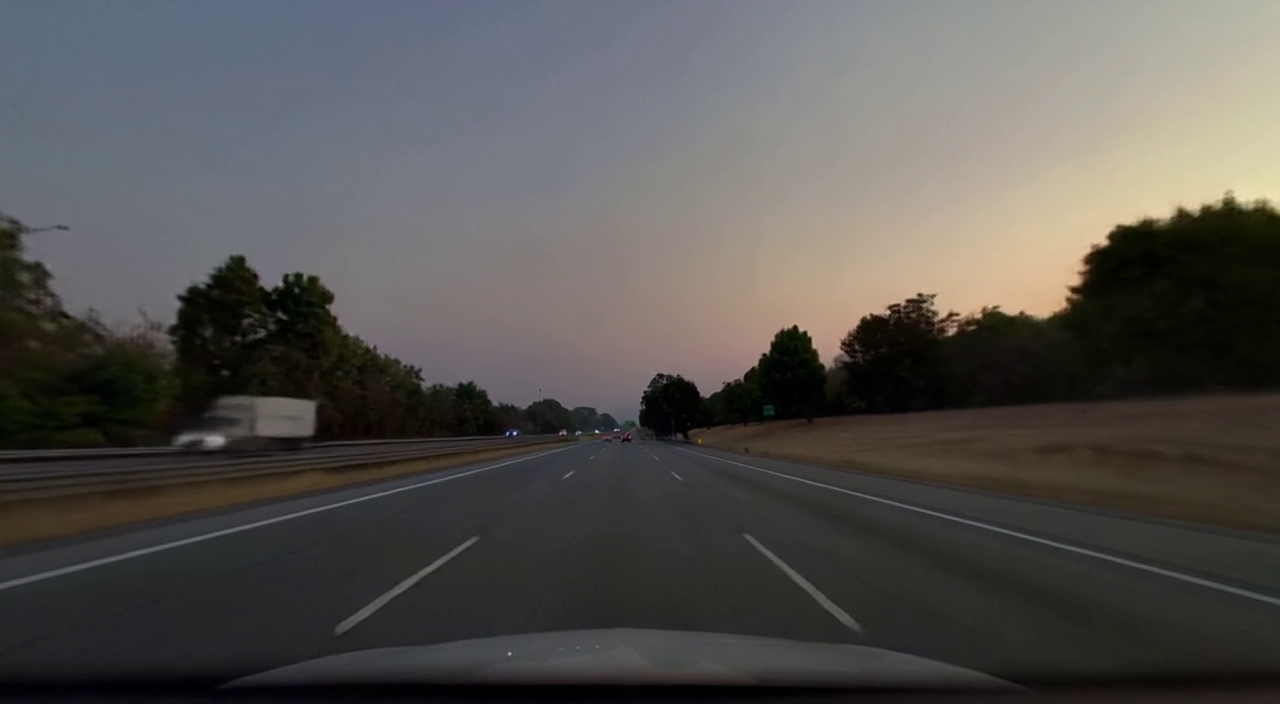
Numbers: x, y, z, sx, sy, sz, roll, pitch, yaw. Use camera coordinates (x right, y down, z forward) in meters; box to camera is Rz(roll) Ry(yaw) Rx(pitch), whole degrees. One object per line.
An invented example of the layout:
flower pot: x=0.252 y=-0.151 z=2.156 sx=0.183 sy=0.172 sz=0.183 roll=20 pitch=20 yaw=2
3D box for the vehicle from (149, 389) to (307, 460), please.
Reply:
vehicle: x=-16.571 y=3.044 z=25.902 sx=2.306 sy=2.546 sz=6.242 roll=0 pitch=-8 yaw=-1
